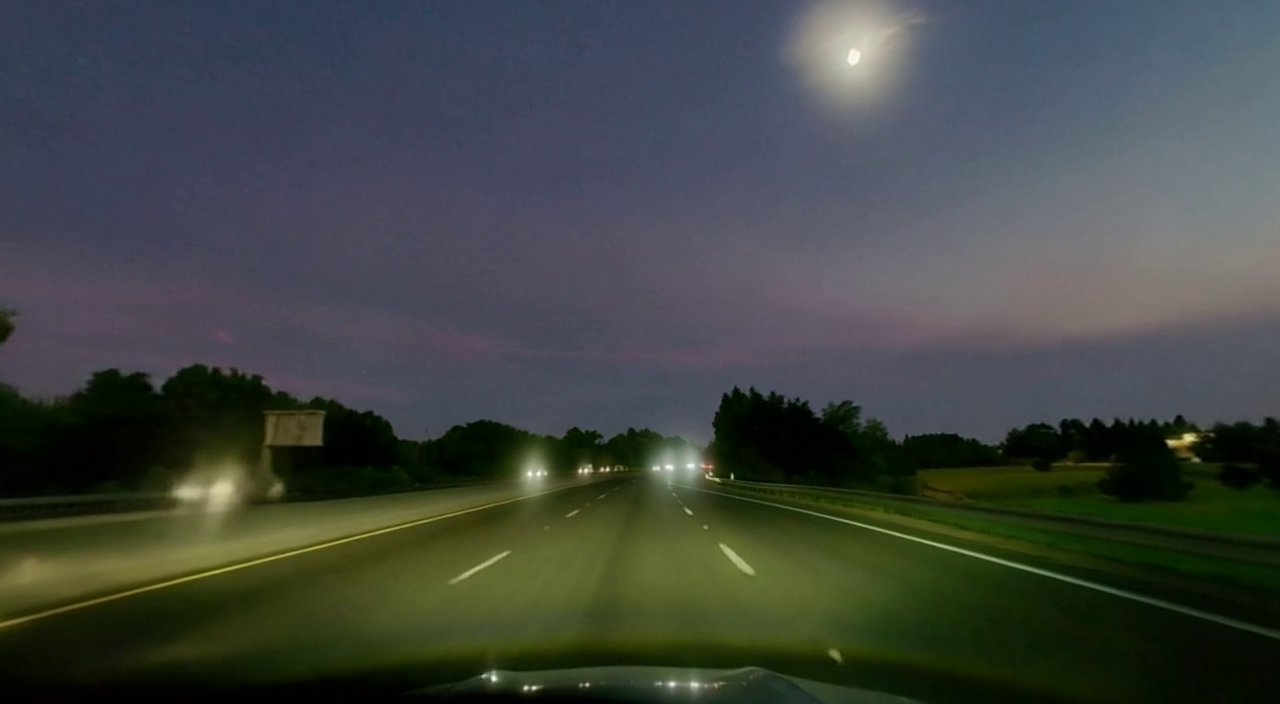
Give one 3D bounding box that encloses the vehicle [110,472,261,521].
[{"bbox_3d":[-16.119,5.122,22.671,1.950,1.526,4.557,1,-11,1],"label":"vehicle"}]
